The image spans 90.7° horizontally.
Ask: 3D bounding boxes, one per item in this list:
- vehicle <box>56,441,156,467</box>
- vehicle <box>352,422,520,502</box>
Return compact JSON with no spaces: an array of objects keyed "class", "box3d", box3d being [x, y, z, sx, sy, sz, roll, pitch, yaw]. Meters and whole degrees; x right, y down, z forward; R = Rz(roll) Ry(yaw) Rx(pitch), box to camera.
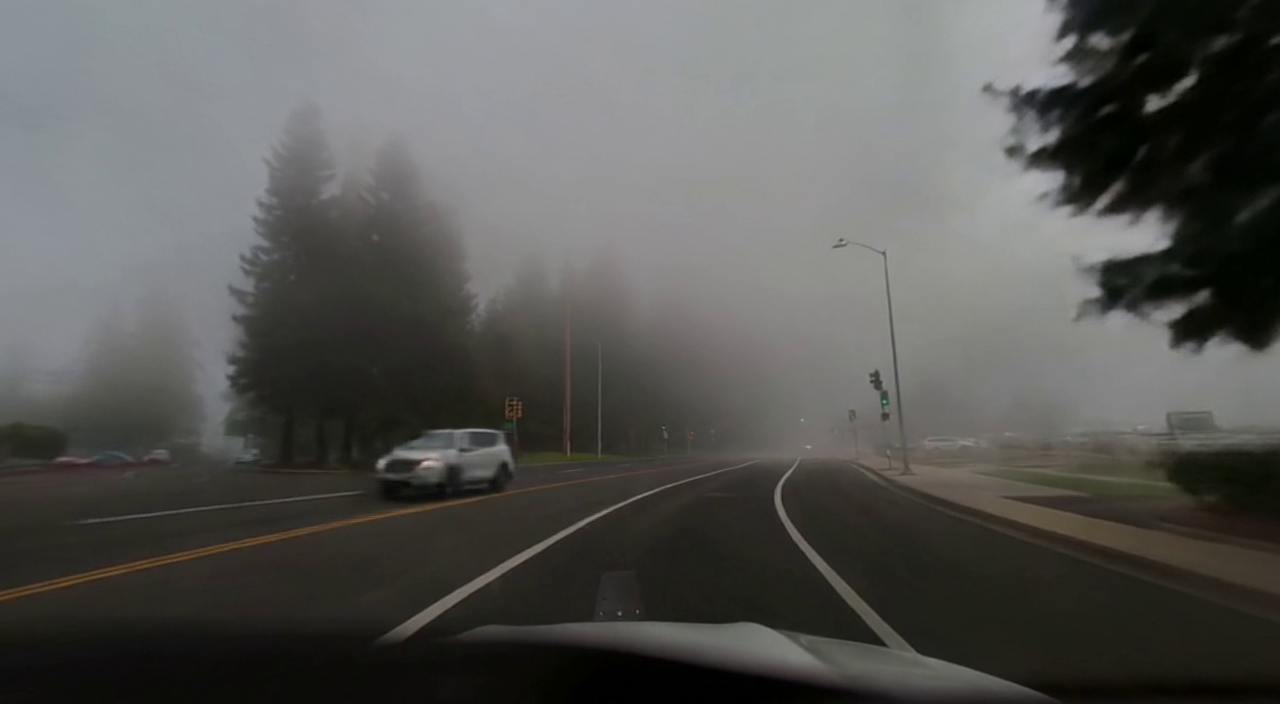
[{"class":"vehicle","box3d":[-39.267,7.520,46.735,1.981,1.755,5.271,-1,-9,15]},{"class":"vehicle","box3d":[-4.882,2.733,16.043,2.117,1.683,4.565,-2,-9,10]}]
